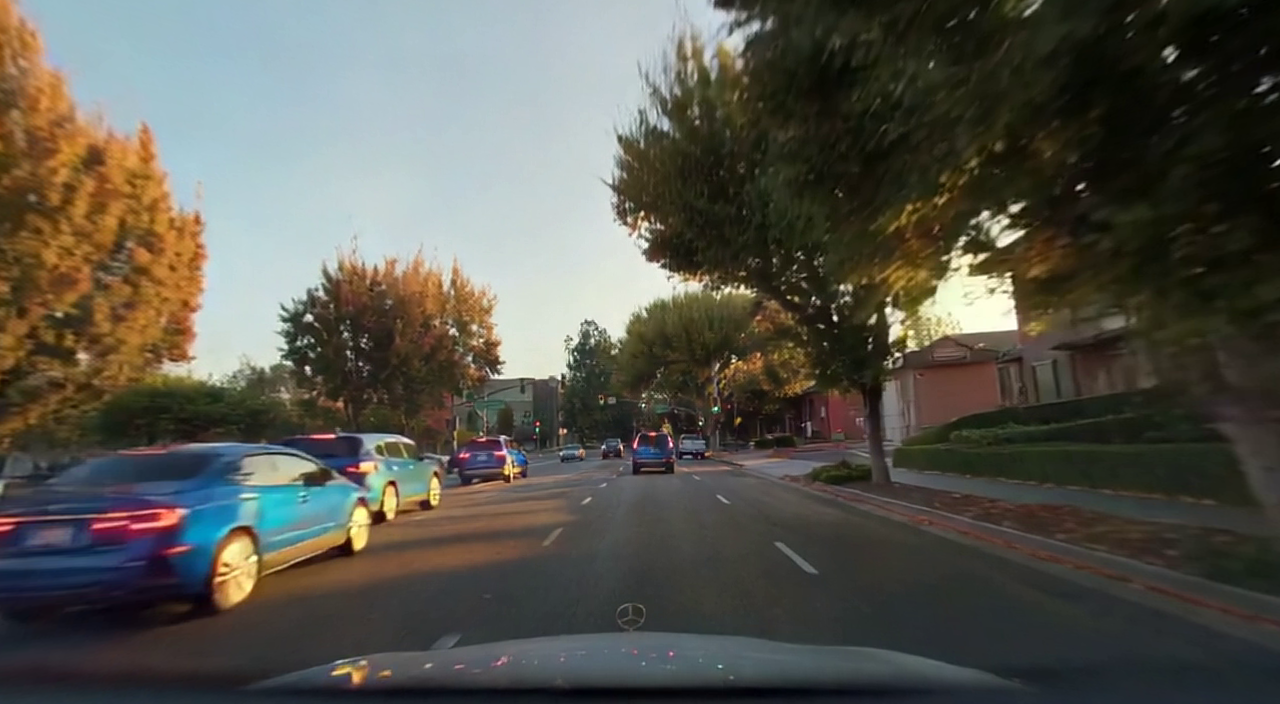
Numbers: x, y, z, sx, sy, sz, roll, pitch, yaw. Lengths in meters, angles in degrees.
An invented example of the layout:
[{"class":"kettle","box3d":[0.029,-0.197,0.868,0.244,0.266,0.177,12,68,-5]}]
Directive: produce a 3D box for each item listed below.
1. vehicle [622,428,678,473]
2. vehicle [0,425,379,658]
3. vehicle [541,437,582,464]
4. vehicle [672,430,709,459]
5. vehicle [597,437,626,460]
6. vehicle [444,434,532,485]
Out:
[{"class":"vehicle","box3d":[0.428,4.292,27.610,2.235,1.778,4.178,-1,-8,1]},{"class":"vehicle","box3d":[-4.370,1.541,6.332,2.043,1.464,4.571,1,-8,-7]},{"class":"vehicle","box3d":[-5.176,6.577,42.090,2.108,1.689,4.316,-1,-8,1]},{"class":"vehicle","box3d":[3.765,7.063,48.165,2.338,2.063,5.672,0,-8,-1]},{"class":"vehicle","box3d":[-2.180,7.477,49.093,2.058,1.659,4.514,0,-8,0]},{"class":"vehicle","box3d":[-5.393,3.872,23.029,2.052,1.664,4.476,-1,-8,0]}]
